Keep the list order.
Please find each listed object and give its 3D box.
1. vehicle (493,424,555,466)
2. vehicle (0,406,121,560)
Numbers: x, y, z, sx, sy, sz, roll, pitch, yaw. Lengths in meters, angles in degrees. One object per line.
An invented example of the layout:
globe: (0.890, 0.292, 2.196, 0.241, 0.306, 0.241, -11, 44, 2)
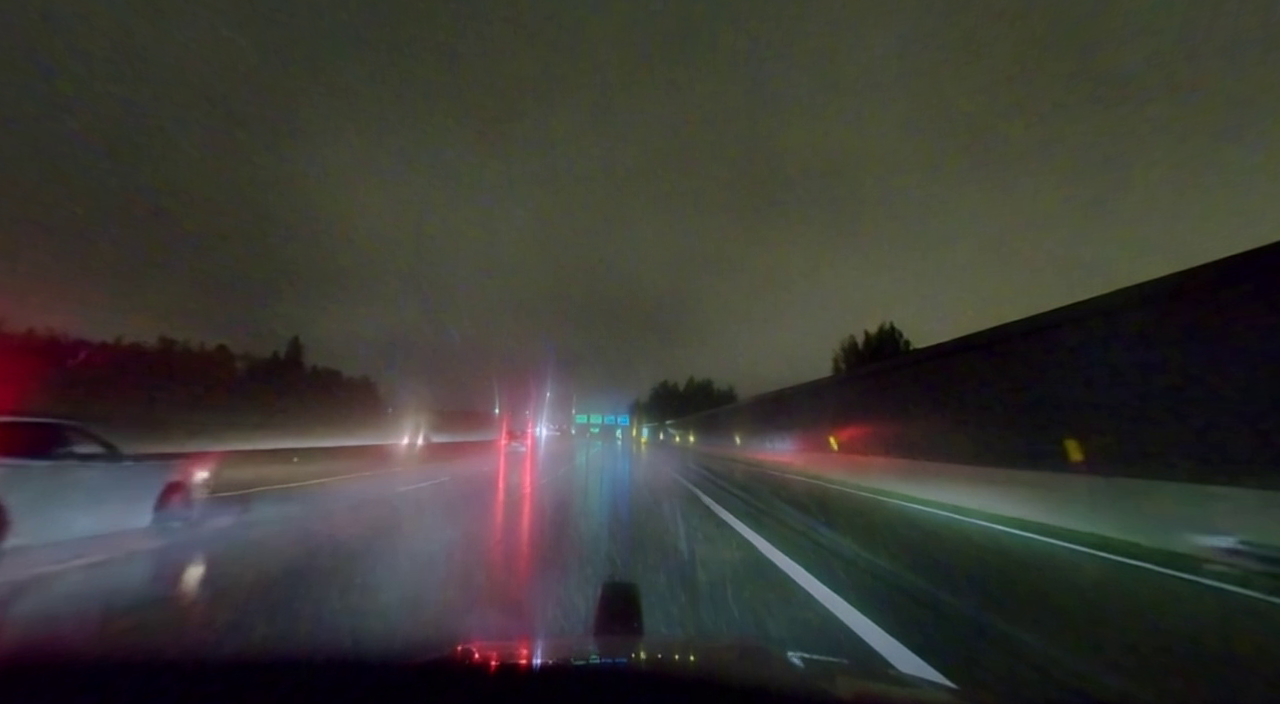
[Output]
vehicle: (-5.104, 4.159, 28.211, 2.007, 1.727, 4.040, 0, -8, -1)
vehicle: (-7.917, 1.283, 5.914, 2.148, 1.635, 4.670, 1, -8, -2)
